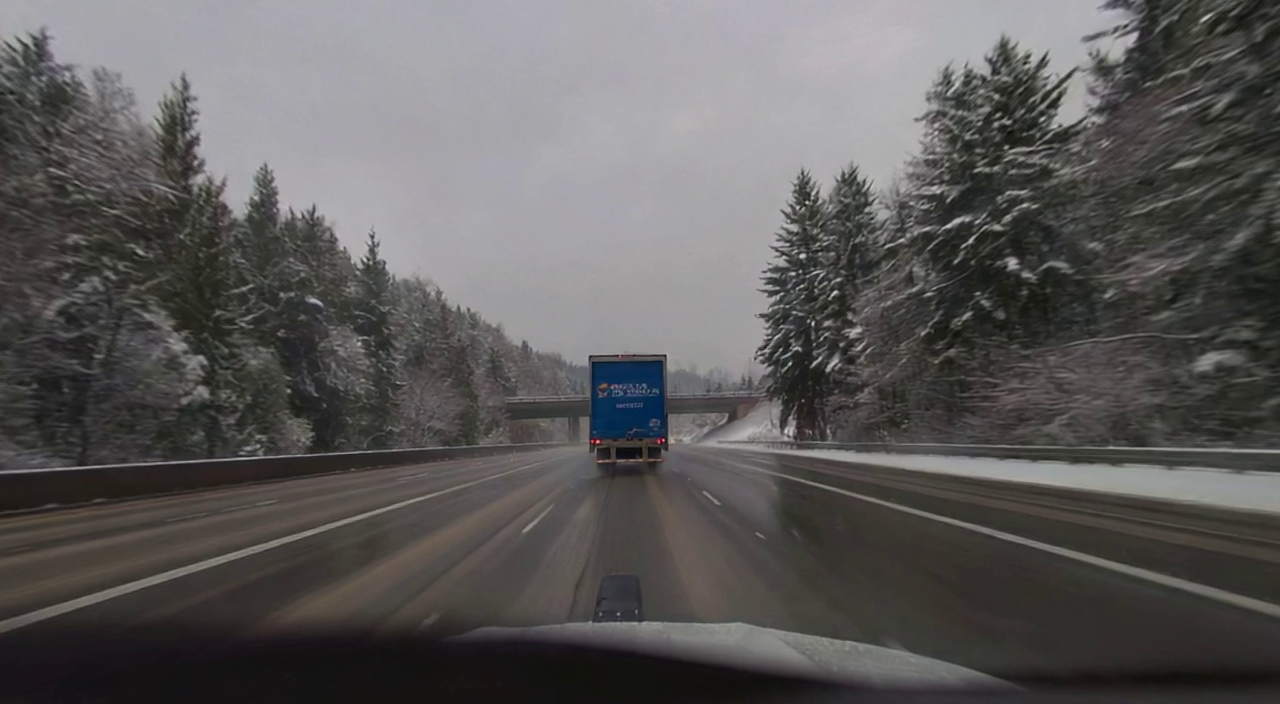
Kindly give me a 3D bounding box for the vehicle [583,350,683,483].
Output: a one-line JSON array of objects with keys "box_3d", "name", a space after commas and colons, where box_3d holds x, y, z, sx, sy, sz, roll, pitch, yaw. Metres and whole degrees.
[{"box_3d": [-0.429, 2.529, 23.536, 2.895, 3.861, 10.213, 0, -8, -2], "name": "vehicle"}]
